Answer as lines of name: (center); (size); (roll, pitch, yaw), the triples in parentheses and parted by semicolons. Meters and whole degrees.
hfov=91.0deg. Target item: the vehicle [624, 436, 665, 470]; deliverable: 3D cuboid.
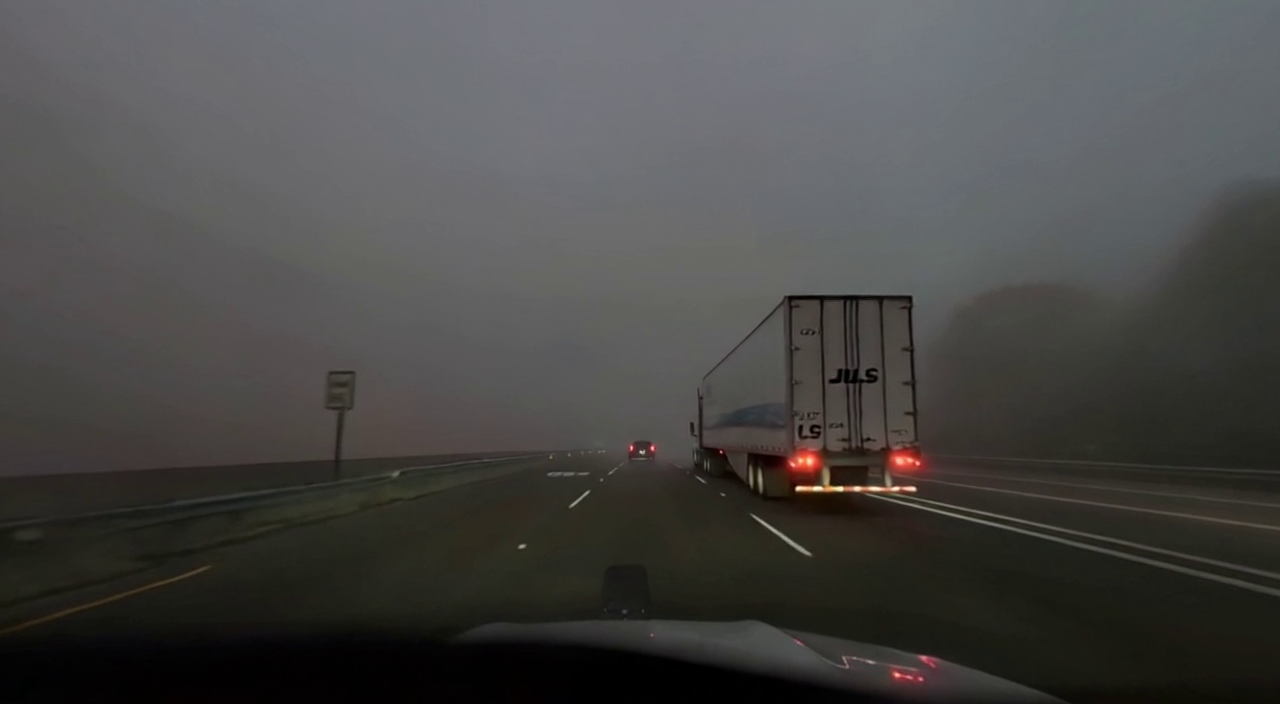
vehicle: (0.238, 5.356, 33.570); (2.050, 1.654, 4.192); (0, -8, 0)

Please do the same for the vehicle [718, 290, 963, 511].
vehicle: (4.272, 1.598, 16.701); (3.014, 4.068, 10.359); (0, -8, 0)
